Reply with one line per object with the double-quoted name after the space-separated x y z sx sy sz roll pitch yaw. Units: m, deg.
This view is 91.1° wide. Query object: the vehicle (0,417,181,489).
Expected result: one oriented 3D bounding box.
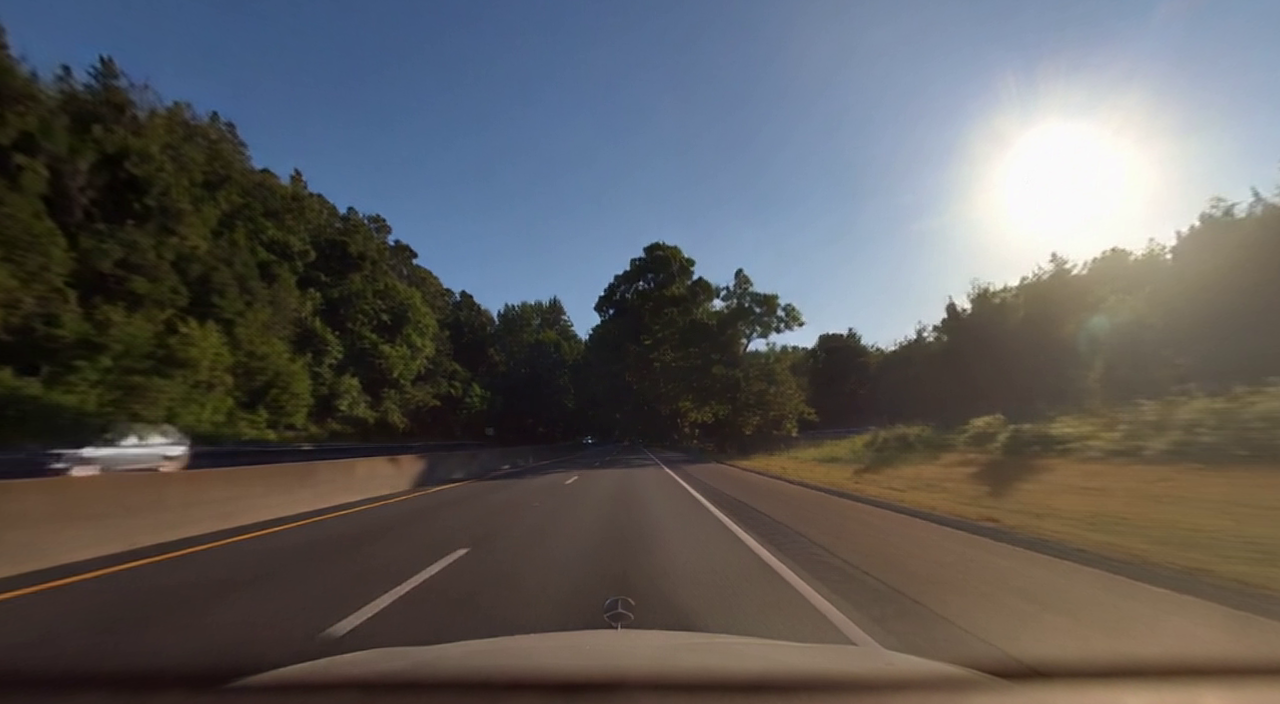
-15.033 2.634 16.685 1.993 1.631 4.899 0 -8 0 "vehicle"
